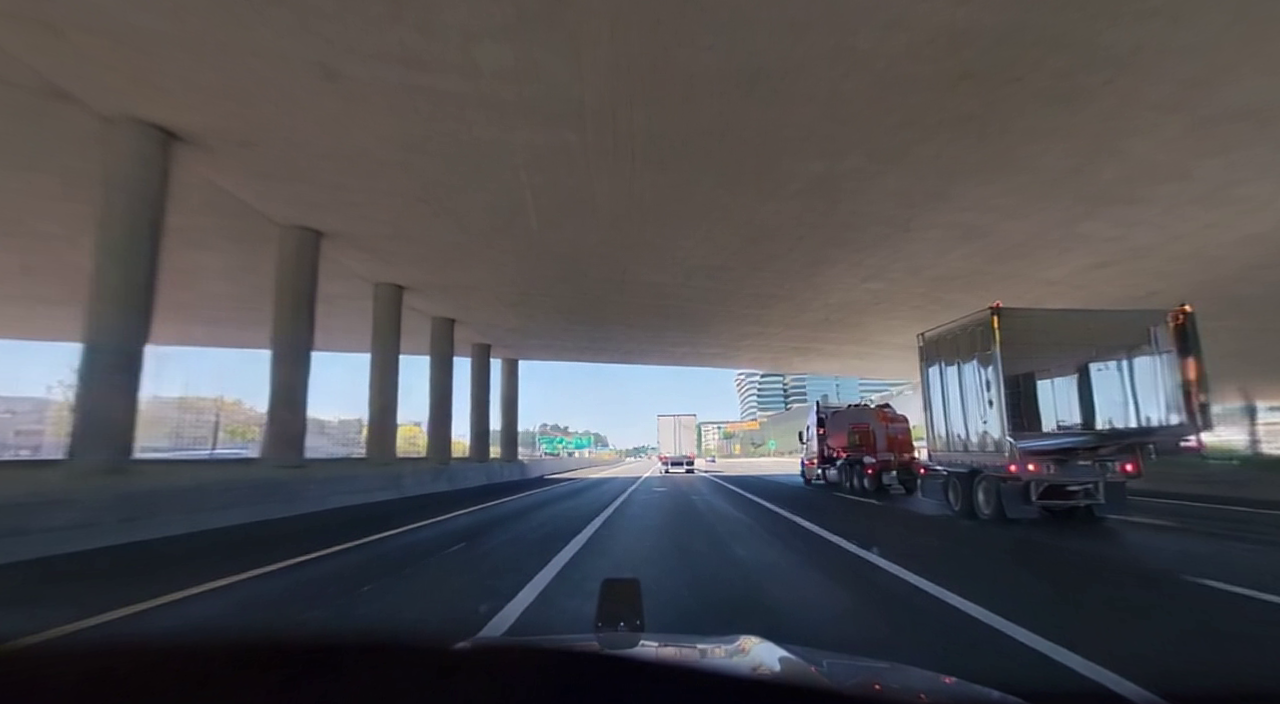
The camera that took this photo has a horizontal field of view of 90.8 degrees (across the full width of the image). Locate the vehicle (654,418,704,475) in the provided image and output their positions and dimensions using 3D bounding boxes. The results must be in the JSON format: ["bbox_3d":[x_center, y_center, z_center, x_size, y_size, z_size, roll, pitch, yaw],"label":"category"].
[{"bbox_3d":[2.959,7.233,47.784,3.244,3.713,12.155,-1,-9,4],"label":"vehicle"}]
